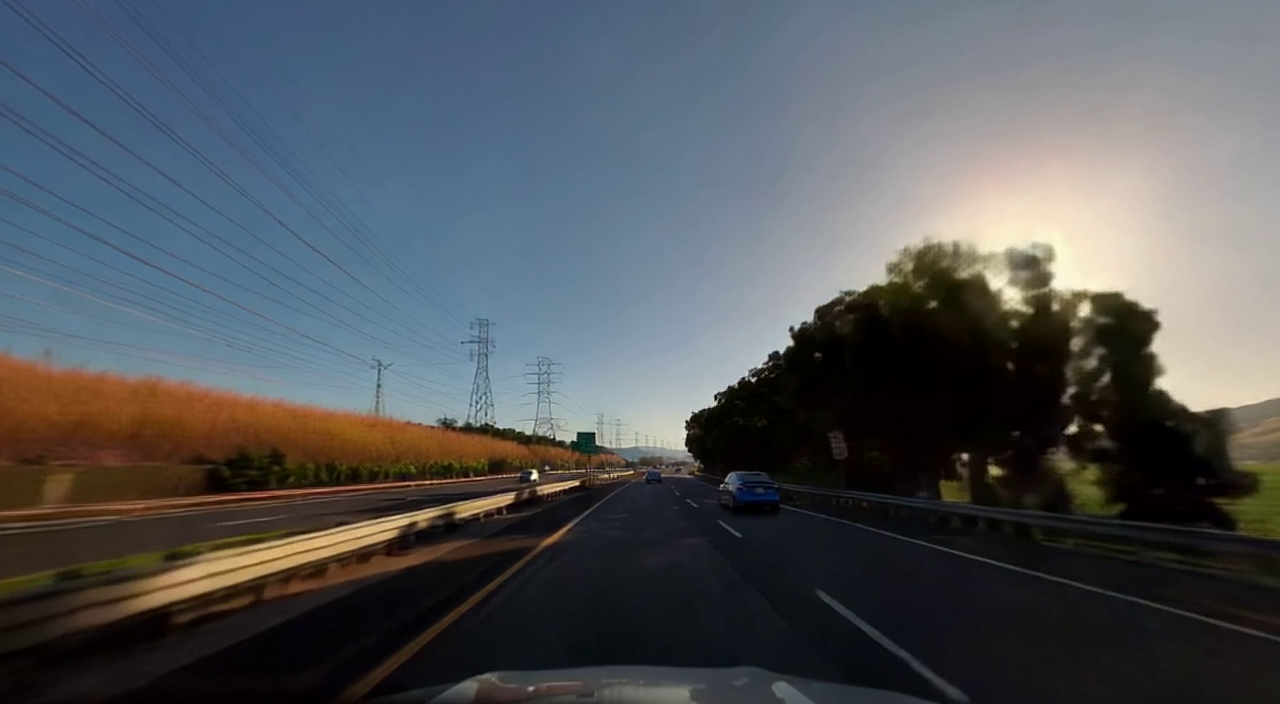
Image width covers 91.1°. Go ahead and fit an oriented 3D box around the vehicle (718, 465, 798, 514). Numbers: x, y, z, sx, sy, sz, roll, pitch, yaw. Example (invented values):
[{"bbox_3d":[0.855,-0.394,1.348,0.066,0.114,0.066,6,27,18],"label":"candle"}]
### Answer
[{"bbox_3d":[4.043,4.798,22.187,1.985,1.521,3.904,1,-10,-1],"label":"vehicle"}]
